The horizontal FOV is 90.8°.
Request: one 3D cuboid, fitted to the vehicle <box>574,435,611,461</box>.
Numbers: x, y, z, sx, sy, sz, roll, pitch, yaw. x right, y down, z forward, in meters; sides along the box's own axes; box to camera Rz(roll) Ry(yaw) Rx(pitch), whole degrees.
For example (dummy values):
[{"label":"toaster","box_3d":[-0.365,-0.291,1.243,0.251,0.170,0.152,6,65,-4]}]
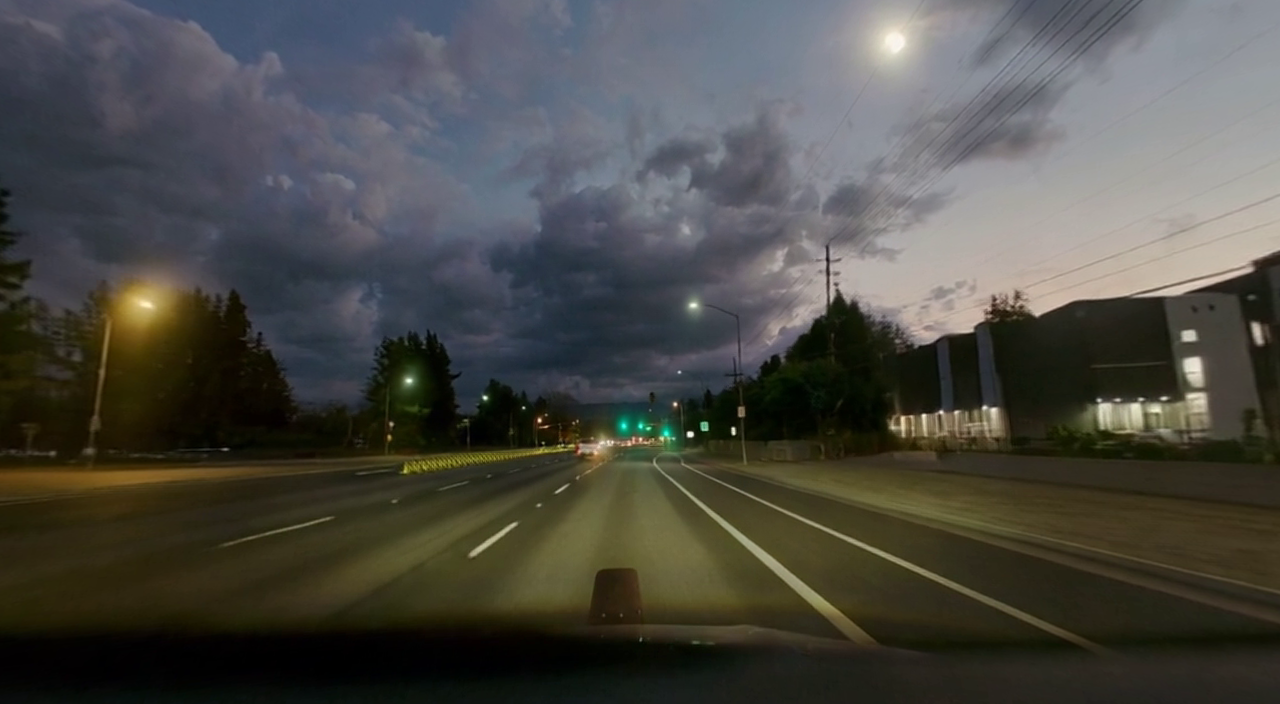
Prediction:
[{"label":"vehicle","box_3d":[-3.204,6.553,43.255,2.121,1.654,3.993,0,-8,1]}]
